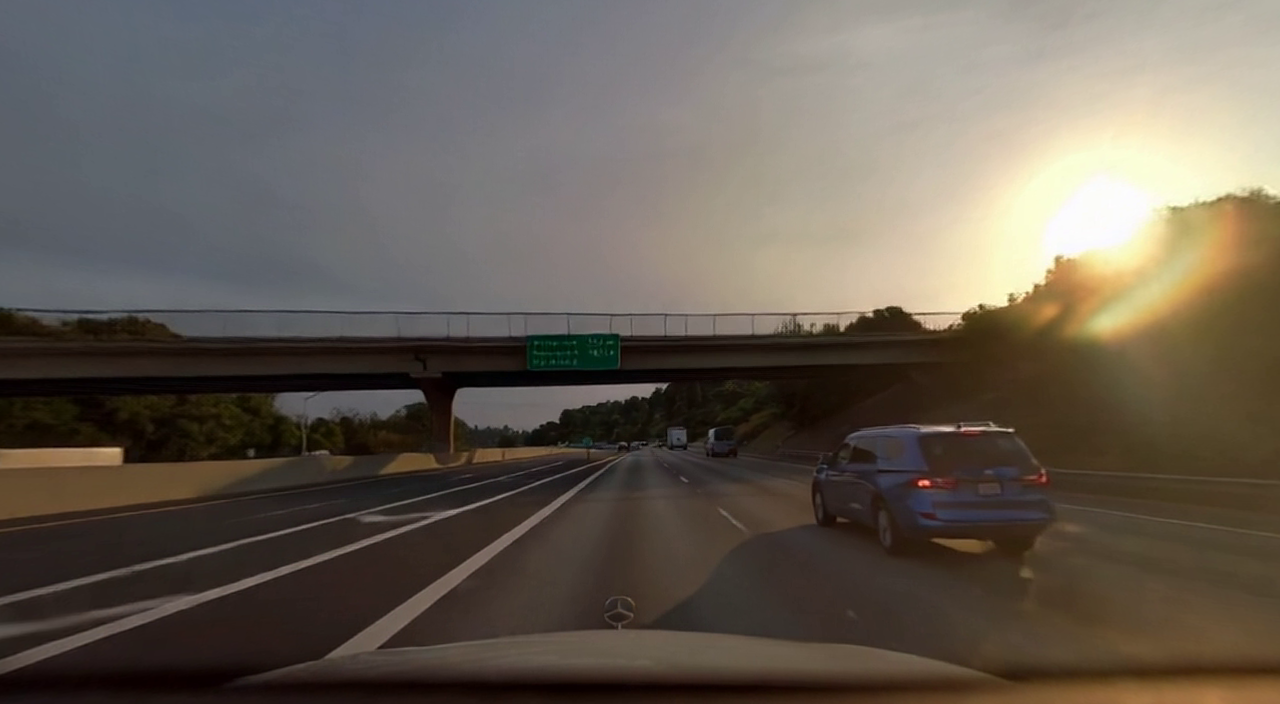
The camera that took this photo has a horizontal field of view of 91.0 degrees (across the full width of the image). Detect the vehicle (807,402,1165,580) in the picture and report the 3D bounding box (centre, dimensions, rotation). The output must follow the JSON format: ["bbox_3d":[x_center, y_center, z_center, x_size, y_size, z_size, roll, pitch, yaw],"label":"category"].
[{"bbox_3d":[3.933,1.666,8.352,2.148,1.691,4.443,0,-8,-1],"label":"vehicle"}]
